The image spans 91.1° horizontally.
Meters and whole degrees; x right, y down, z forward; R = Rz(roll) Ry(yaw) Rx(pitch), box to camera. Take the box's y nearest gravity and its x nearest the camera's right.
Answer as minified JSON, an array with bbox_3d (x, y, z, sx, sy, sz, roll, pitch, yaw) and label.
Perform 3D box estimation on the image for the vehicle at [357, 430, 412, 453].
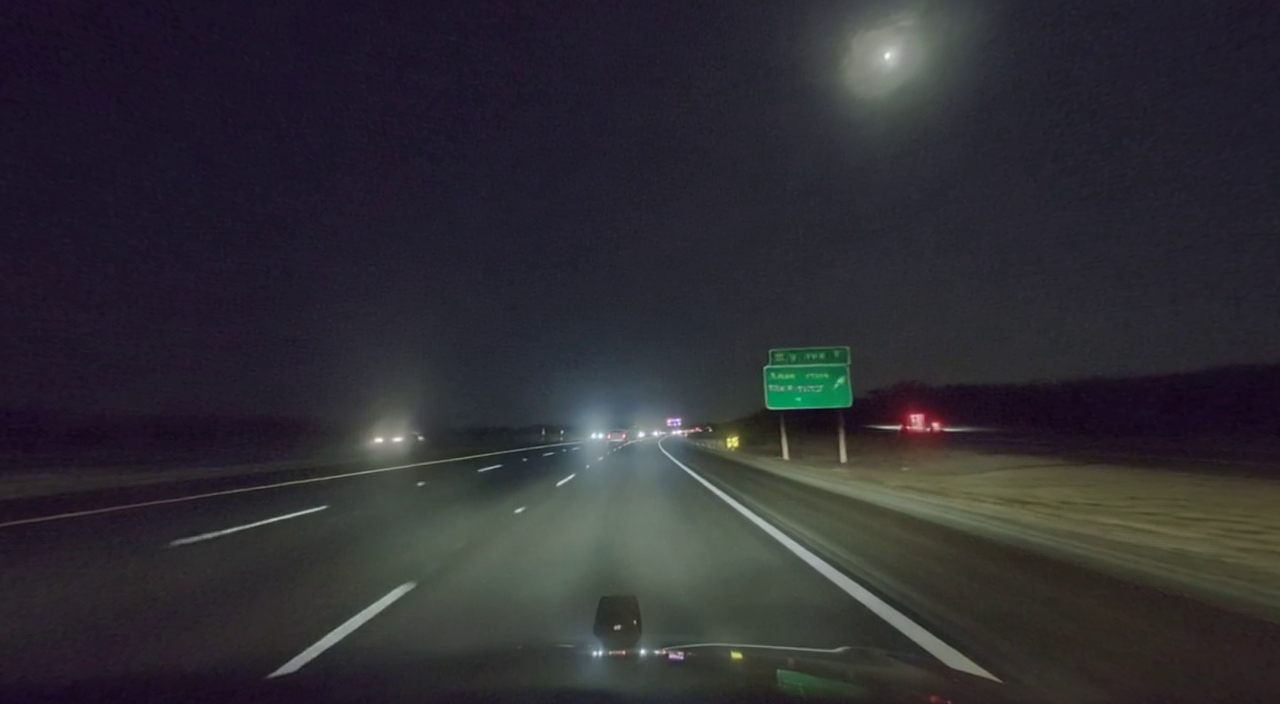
[{"bbox_3d":[-18.270,6.401,45.213,1.900,1.572,4.762,0,-8,1],"label":"vehicle"}]
